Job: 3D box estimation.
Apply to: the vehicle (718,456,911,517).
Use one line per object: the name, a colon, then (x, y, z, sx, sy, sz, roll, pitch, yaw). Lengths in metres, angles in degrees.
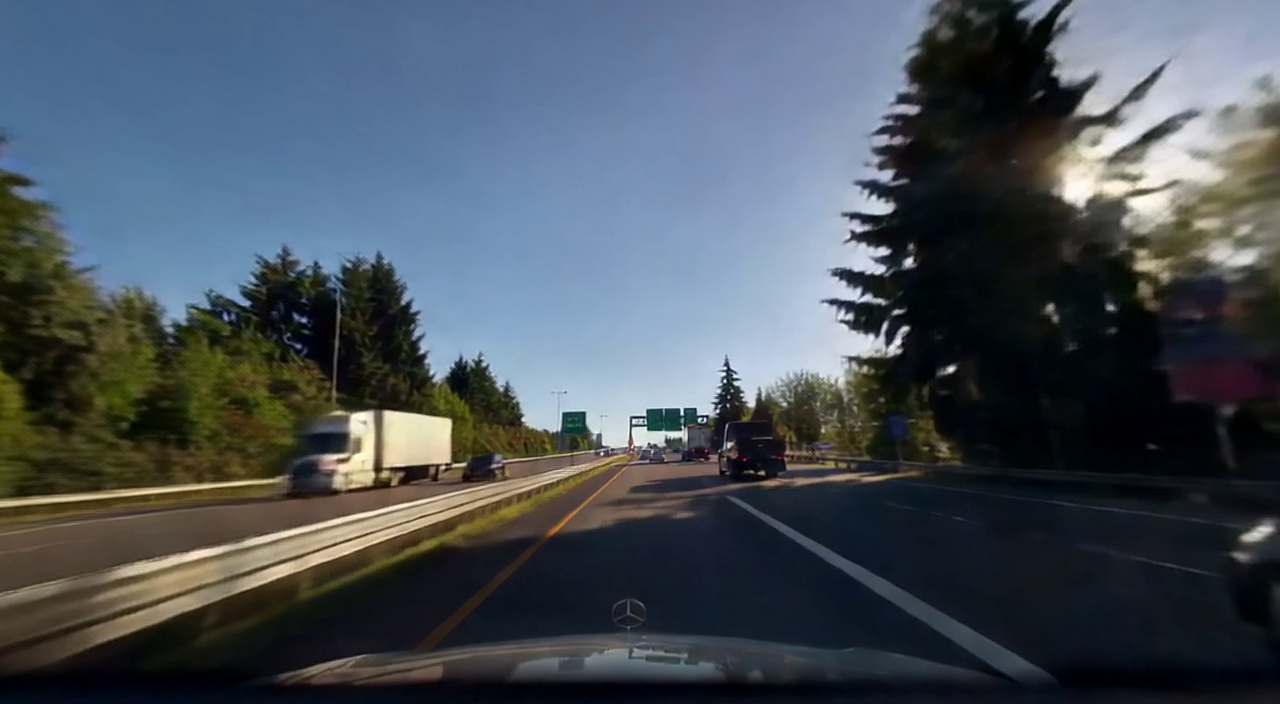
vehicle: (4.663, 4.042, 20.454, 2.472, 1.036, 13.239, -2, -9, -1)

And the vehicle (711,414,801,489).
vehicle: (4.680, 4.162, 26.605, 2.569, 2.783, 5.984, 0, -9, -1)

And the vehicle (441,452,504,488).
vehicle: (-8.173, 5.784, 31.133, 1.893, 1.495, 4.489, -3, -9, 0)

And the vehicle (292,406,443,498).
vehicle: (-12.259, 4.646, 29.571, 2.938, 3.612, 8.757, 0, -9, 1)

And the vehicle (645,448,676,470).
vehicle: (1.423, 7.497, 44.372, 2.049, 1.500, 3.790, 0, -9, 1)
